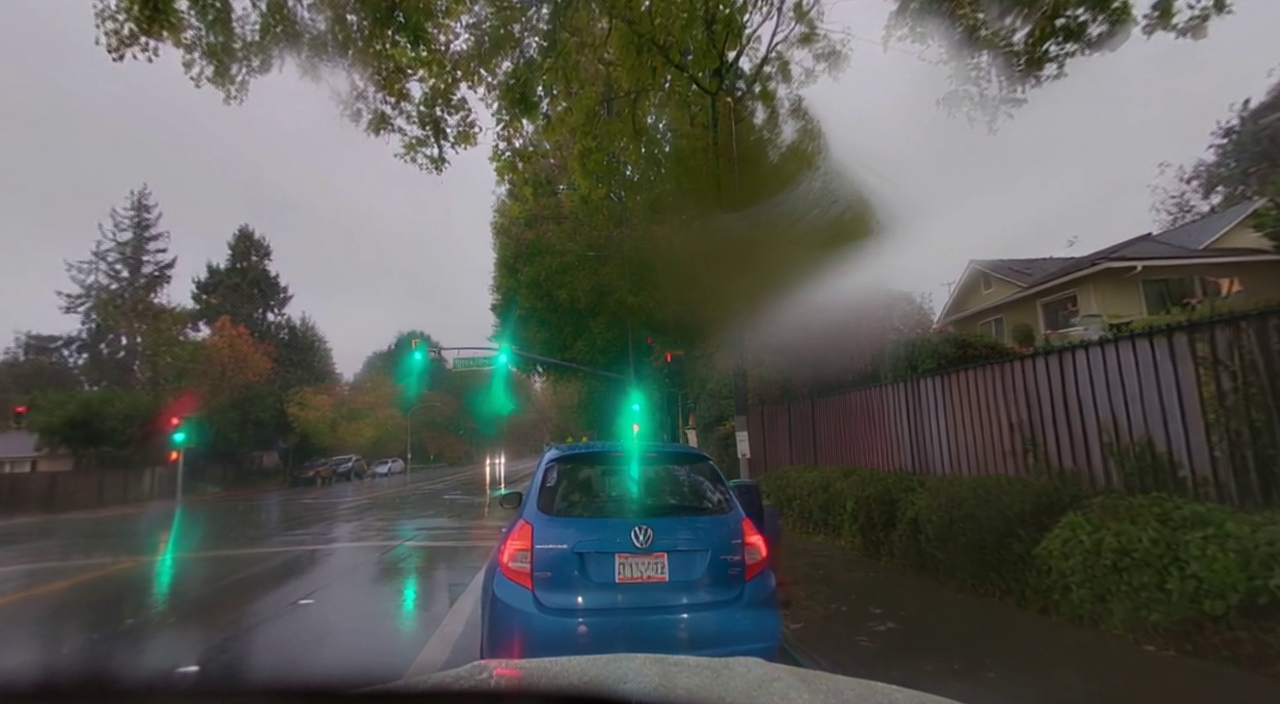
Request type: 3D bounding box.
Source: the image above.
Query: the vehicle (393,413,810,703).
[{"bbox_3d":[-0.373,1.334,4.974,2.024,1.502,3.702,1,-9,-7],"label":"vehicle"}]
